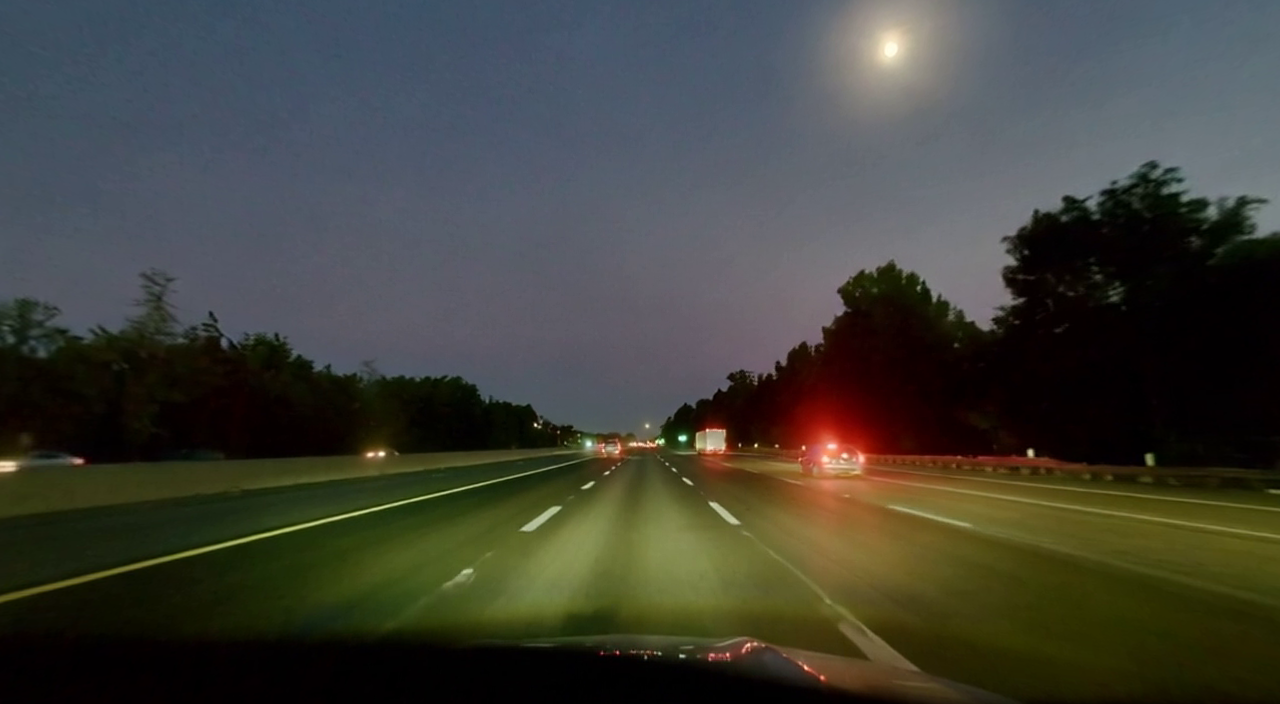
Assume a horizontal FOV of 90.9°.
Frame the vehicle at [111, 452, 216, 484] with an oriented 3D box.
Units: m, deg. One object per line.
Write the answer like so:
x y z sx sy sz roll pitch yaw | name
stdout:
-25.465 6.181 33.953 1.937 1.509 4.654 0 -8 1 | vehicle

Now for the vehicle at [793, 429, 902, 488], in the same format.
6.623 3.449 20.663 2.063 1.706 4.259 0 -8 -1 | vehicle
